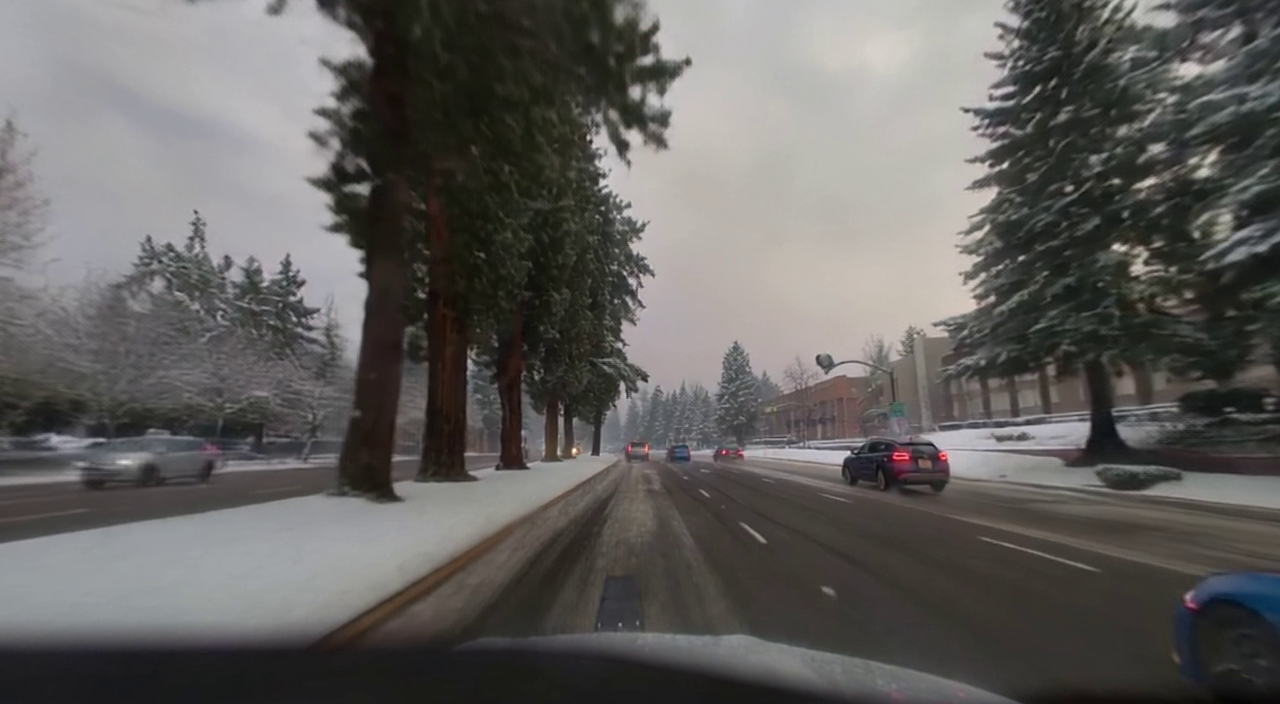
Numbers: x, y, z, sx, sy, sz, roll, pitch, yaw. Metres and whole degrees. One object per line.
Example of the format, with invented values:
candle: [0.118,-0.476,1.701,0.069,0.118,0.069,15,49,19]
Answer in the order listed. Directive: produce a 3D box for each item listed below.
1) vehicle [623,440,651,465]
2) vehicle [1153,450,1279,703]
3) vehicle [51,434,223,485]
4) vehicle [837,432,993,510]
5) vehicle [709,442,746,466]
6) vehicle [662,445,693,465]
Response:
vehicle: [-0.267,7.838,49.308,2.146,1.800,4.042,0,-9,-1]
vehicle: [3.286,0.779,0.561,1.990,1.347,4.388,0,-9,0]
vehicle: [-17.819,3.833,22.804,2.005,1.628,4.940,0,-9,2]
vehicle: [6.838,2.990,16.353,1.987,1.730,4.373,0,-9,-1]
vehicle: [6.278,7.379,45.868,1.931,1.685,4.054,0,-9,-3]
vehicle: [2.847,7.903,48.685,1.930,1.483,4.471,0,-9,-2]
